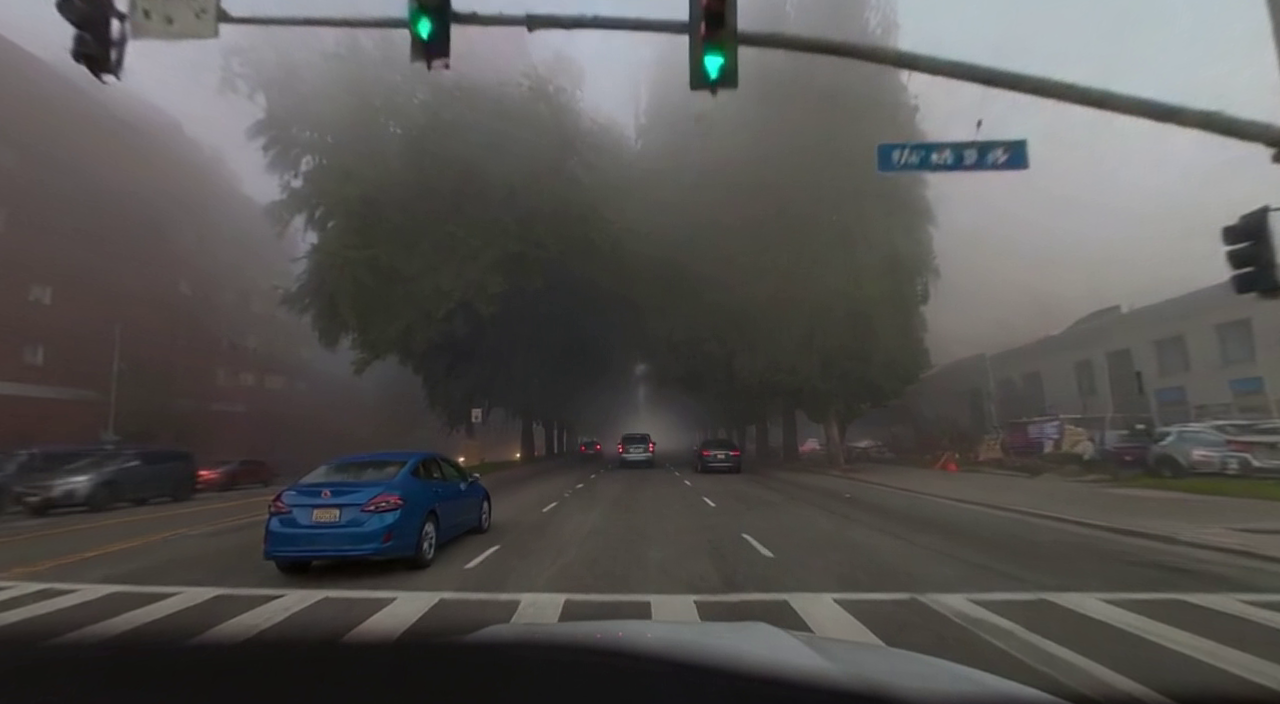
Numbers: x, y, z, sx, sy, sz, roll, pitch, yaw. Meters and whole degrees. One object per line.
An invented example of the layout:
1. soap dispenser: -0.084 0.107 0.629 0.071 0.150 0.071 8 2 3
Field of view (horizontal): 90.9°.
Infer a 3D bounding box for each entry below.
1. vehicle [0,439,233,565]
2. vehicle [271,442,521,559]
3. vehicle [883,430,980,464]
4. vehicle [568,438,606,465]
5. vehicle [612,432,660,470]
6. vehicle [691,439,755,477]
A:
1. vehicle: -9.033 2.250 10.012 2.059 1.559 4.709 -4 -8 0
2. vehicle: -3.299 2.070 9.550 2.115 1.369 3.908 0 -8 2
3. vehicle: 15.845 5.202 34.430 4.255 1.520 1.900 -4 -8 1
4. vehicle: -3.440 6.575 41.703 2.130 1.645 3.995 0 -8 1
5. vehicle: -0.171 5.276 33.761 2.361 1.898 4.465 0 -8 1
6. vehicle: 3.405 4.444 26.632 2.058 1.472 4.317 0 -8 -1
